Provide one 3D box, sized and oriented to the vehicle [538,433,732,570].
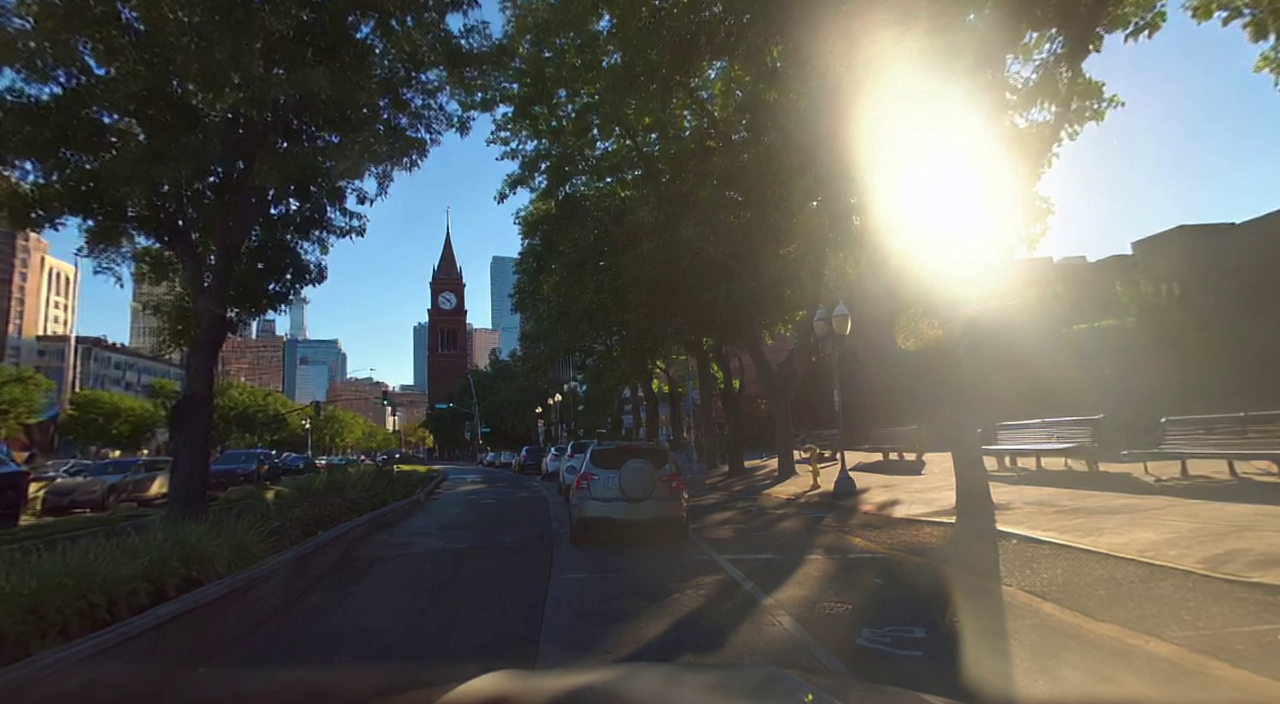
[{"bbox_3d":[-0.240,1.939,9.012,2.142,1.475,4.051,1,-8,-6],"label":"vehicle"}]
